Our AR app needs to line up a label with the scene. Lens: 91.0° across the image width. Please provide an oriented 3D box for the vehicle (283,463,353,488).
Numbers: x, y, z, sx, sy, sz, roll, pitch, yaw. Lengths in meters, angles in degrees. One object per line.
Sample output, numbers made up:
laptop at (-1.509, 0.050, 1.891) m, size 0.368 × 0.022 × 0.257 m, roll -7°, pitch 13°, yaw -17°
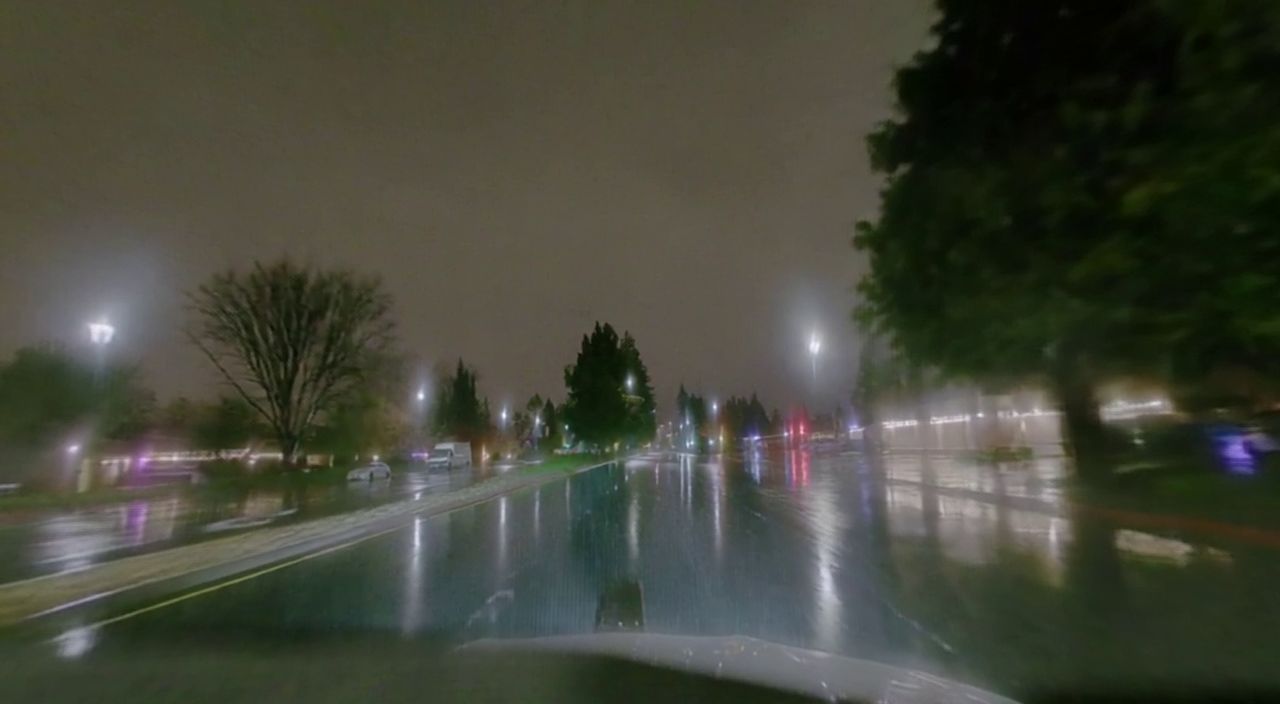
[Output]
vehicle at (-20.788, 7.992, 40.844) m, size 1.929 × 1.393 × 4.611 m, roll 0°, pitch -9°, yaw 3°

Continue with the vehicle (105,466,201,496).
vehicle at (-29.987, 7.927, 39.001) m, size 1.870 × 1.601 × 5.128 m, roll 0°, pitch -9°, yaw -1°

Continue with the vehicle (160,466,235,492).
vehicle at (-27.482, 7.880, 39.243) m, size 1.872 × 1.413 × 3.806 m, roll 0°, pitch -9°, yaw 1°

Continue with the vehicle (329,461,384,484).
vehicle at (-20.691, 8.792, 46.174) m, size 1.820 × 1.459 × 4.559 m, roll 0°, pitch -9°, yaw 2°
